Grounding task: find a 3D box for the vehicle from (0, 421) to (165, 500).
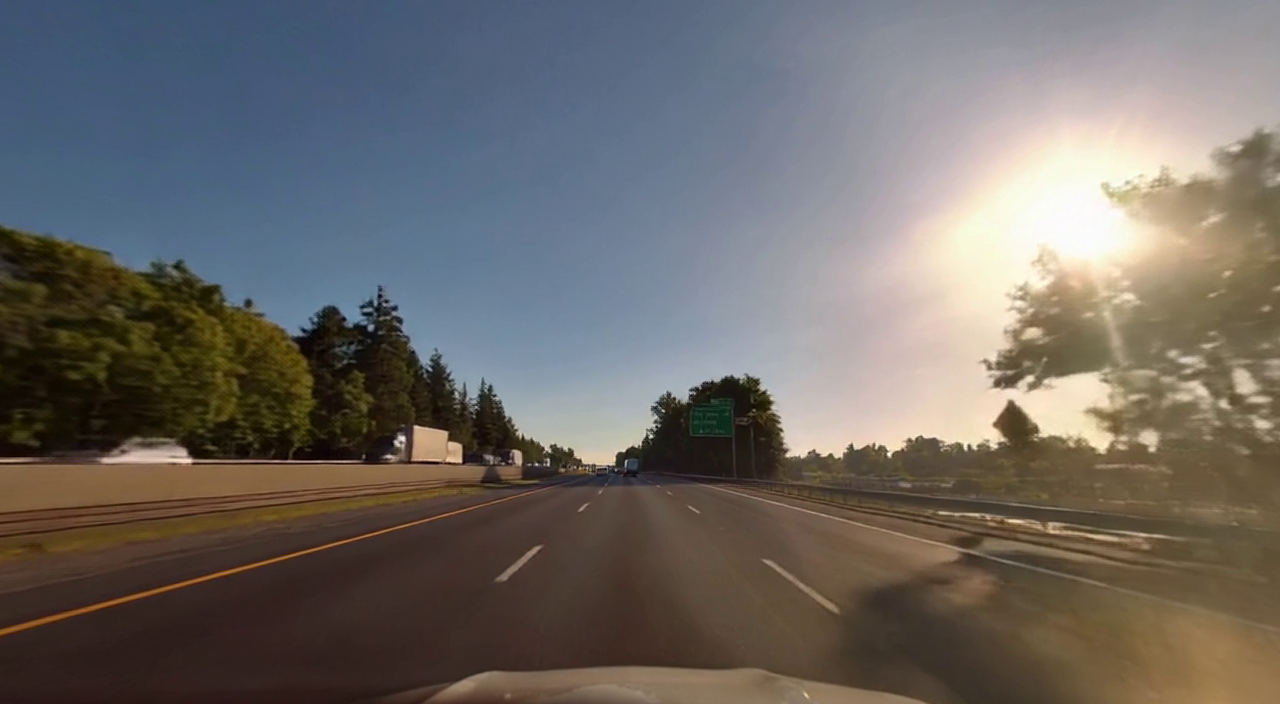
[{"bbox_3d":[-12.318,2.296,13.291,1.760,1.422,3.593,1,-10,-1],"label":"vehicle"}]
